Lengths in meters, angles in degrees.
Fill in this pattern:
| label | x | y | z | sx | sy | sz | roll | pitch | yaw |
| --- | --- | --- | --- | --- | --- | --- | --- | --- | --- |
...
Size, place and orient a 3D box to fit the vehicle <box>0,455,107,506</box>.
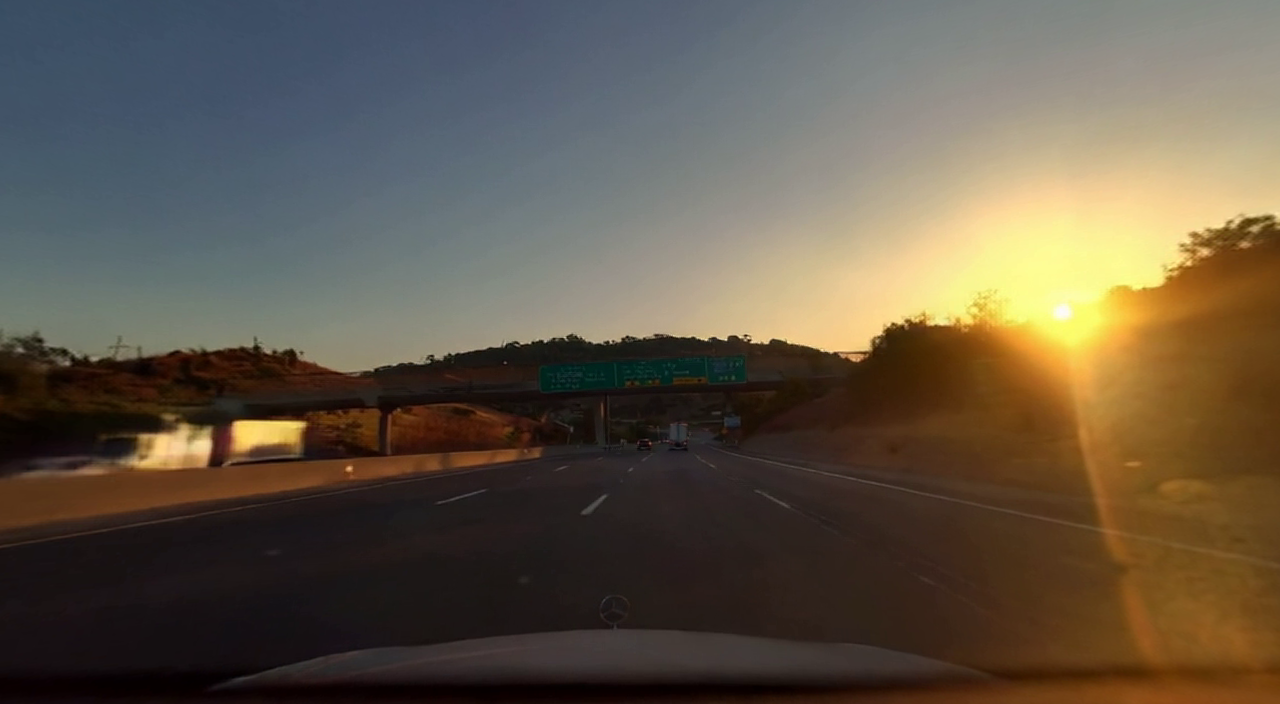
| label | x | y | z | sx | sy | sz | roll | pitch | yaw |
| --- | --- | --- | --- | --- | --- | --- | --- | --- | --- |
| vehicle | -21.853 | 4.490 | 22.271 | 1.916 | 1.564 | 4.494 | -1 | -8 | 2 |
